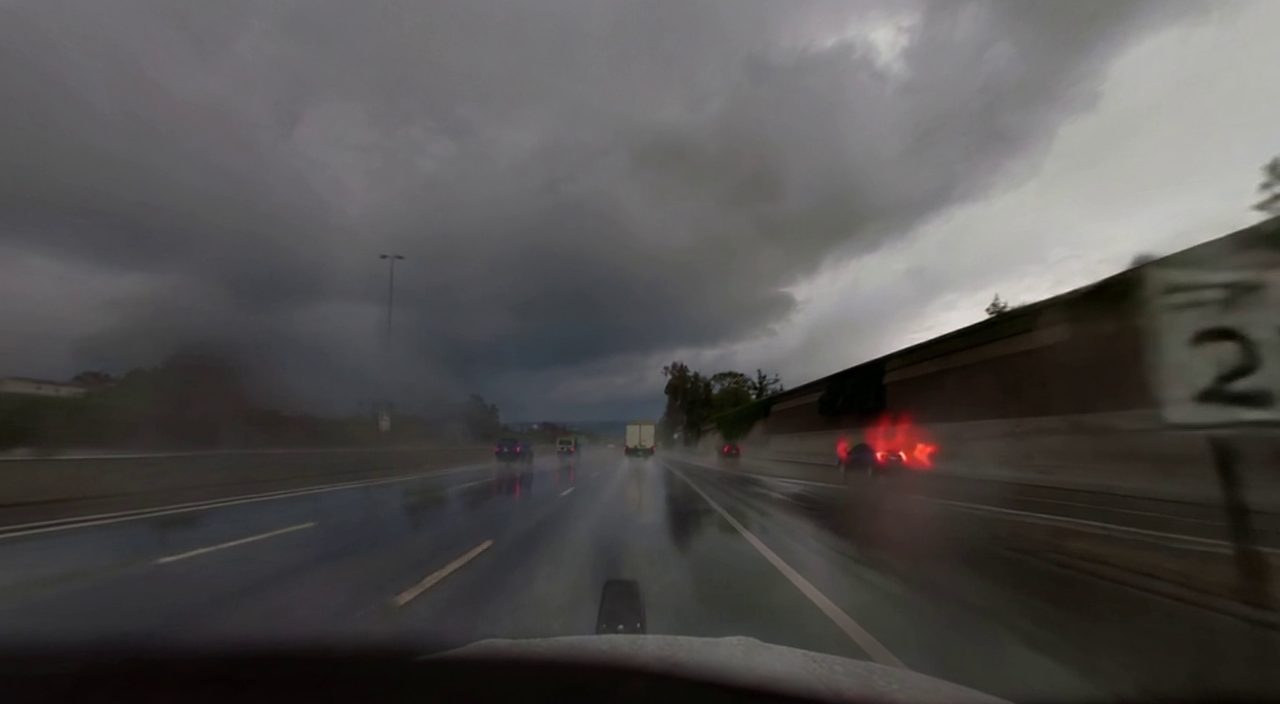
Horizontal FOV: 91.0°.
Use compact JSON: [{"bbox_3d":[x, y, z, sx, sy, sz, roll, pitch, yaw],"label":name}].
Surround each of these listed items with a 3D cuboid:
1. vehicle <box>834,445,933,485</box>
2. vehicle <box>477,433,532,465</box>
[{"bbox_3d":[10.288,4.786,27.038,2.075,1.510,4.569,1,-9,-6],"label":"vehicle"},{"bbox_3d":[-9.823,7.110,46.363,2.571,2.169,6.443,0,-9,1],"label":"vehicle"}]
